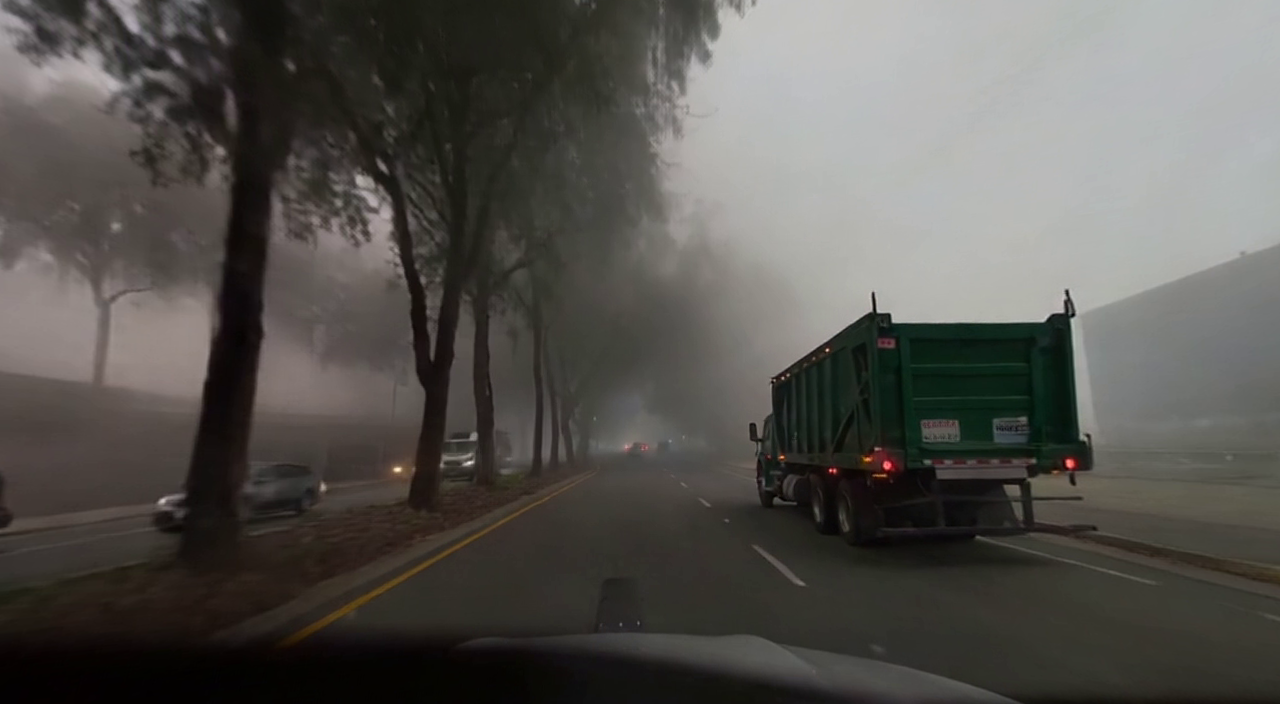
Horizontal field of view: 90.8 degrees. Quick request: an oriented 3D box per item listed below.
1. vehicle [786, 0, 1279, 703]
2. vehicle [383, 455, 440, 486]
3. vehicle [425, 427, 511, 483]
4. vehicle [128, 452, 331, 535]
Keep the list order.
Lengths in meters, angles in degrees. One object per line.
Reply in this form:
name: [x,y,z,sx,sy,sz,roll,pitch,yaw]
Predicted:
vehicle: [3.895,0.375,5.271,2.731,3.407,10.262,0,-9,-1]
vehicle: [-14.272,7.406,39.774,1.901,1.737,4.557,0,-9,-1]
vehicle: [-10.551,6.441,39.964,3.257,3.085,9.164,0,-9,-3]
vehicle: [-10.057,3.435,16.051,2.089,1.754,4.573,0,-9,-1]
